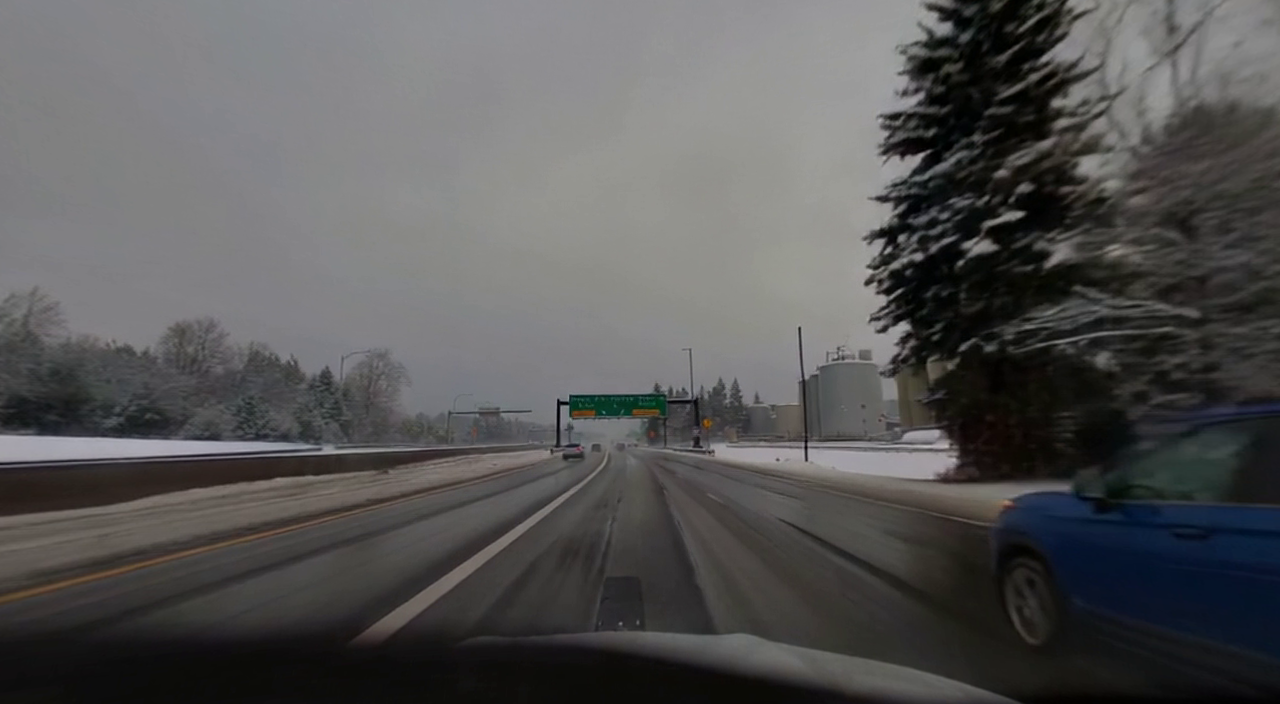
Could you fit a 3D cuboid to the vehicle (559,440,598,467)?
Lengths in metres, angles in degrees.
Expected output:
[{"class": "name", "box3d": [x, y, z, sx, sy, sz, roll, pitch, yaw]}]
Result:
[{"class": "vehicle", "box3d": [-3.793, 6.332, 39.428, 2.012, 1.571, 4.232, 0, -9, 0]}]

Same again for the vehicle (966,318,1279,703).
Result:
[{"class": "vehicle", "box3d": [3.637, 0.741, 2.249, 2.296, 1.790, 5.067, 0, -9, 1]}]

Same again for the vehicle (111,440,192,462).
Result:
[{"class": "vehicle", "box3d": [-35.985, 7.284, 46.545, 1.837, 1.541, 4.634, -1, -9, 10]}]
